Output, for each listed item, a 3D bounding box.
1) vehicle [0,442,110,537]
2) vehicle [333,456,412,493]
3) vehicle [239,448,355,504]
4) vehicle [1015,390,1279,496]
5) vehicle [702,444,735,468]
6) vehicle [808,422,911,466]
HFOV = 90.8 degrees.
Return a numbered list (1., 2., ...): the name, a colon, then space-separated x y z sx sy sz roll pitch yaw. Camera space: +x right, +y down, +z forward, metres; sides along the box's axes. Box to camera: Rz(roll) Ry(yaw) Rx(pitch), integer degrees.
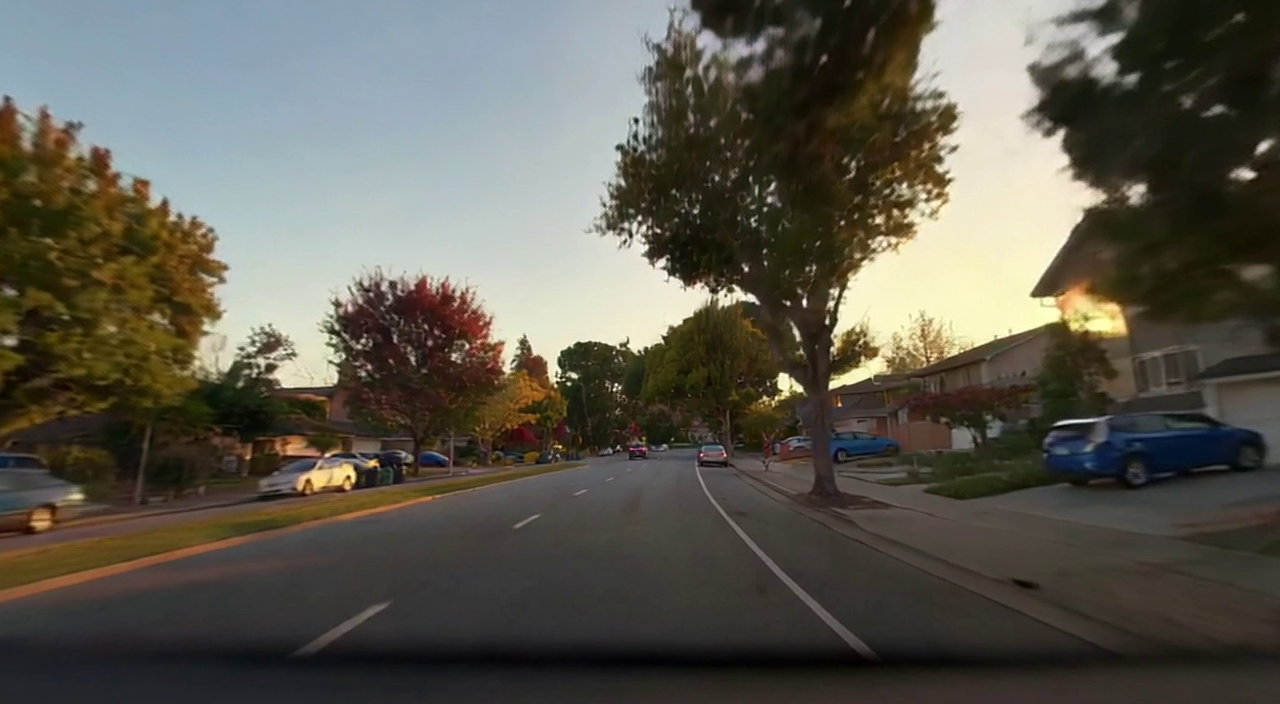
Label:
1. vehicle: -14.247 2.881 12.682 2.114 1.931 5.936 -6 -8 1
2. vehicle: -13.171 6.018 31.390 1.695 1.423 4.371 -8 -9 4
3. vehicle: -13.780 4.966 25.720 2.009 1.789 4.449 -8 -9 4
4. vehicle: 10.629 1.861 13.048 4.383 1.602 1.920 -6 -8 0
5. vehicle: 5.158 6.836 41.835 2.016 1.477 4.207 -1 -8 5
6. vehicle: 11.259 4.757 32.641 4.463 1.765 1.960 -5 -8 -2
